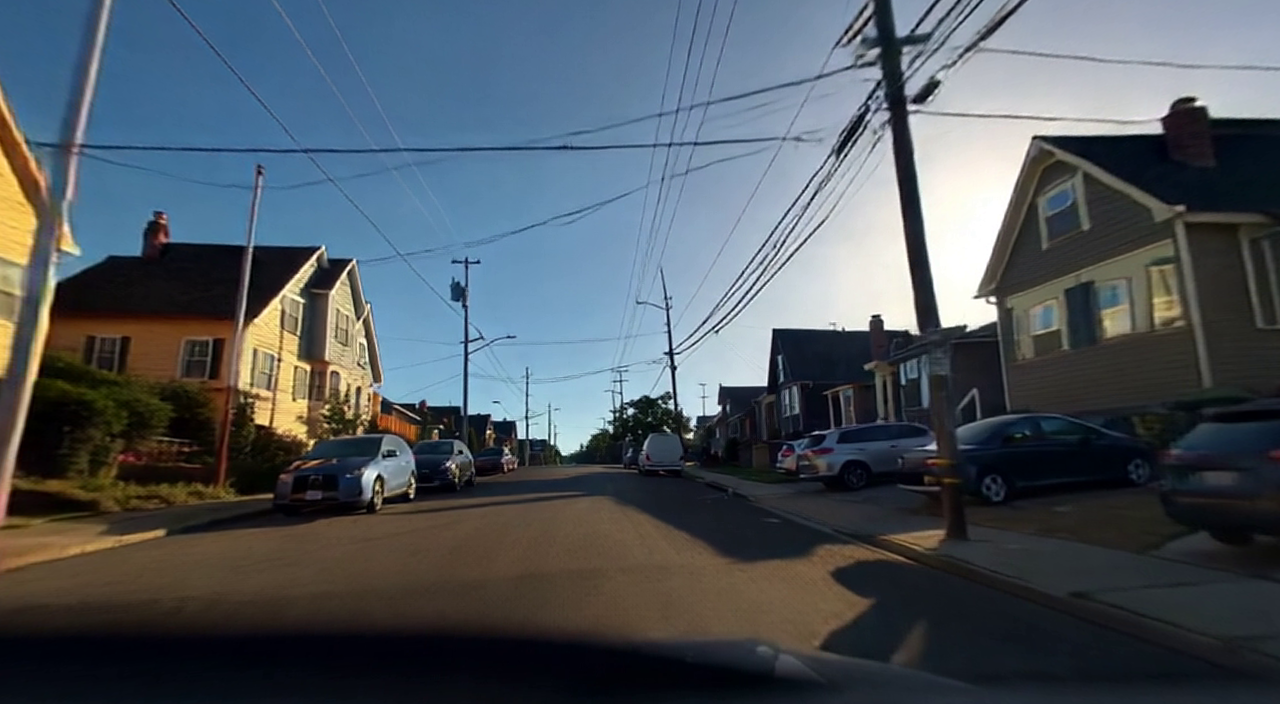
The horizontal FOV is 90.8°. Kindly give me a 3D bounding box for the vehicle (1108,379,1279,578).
[{"bbox_3d":[7.722,1.170,6.350,4.316,1.730,2.166,-1,-8,-5],"label":"vehicle"}]

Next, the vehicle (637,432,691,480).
[{"bbox_3d":[1.179,5.385,32.948,2.343,2.229,4.199,3,-9,-3],"label":"vehicle"}]

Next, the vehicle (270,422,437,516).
[{"bbox_3d":[-5.795,2.354,13.386,1.967,1.656,3.924,1,-7,-5],"label":"vehicle"}]

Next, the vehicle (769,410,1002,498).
[{"bbox_3d":[6.781,2.856,17.887,5.615,1.787,2.014,-5,-8,-3],"label":"vehicle"}]

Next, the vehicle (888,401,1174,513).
[{"bbox_3d":[7.542,2.038,12.494,4.315,1.736,1.950,-3,-8,-6],"label":"vehicle"}]
